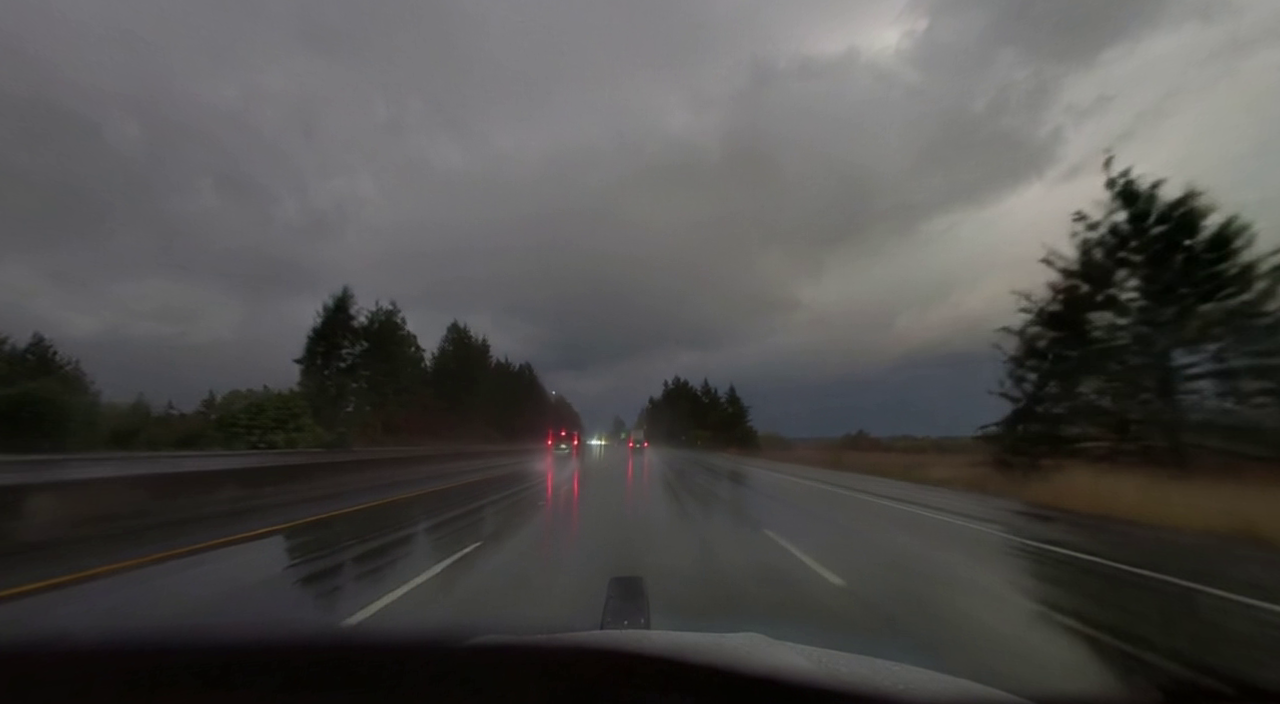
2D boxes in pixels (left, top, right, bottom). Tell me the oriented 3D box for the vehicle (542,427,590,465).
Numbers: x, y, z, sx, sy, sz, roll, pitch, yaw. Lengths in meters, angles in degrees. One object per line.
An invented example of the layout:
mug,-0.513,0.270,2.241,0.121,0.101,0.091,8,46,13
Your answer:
vehicle,-4.197,5.457,36.675,2.241,2.034,4.890,0,-8,0
